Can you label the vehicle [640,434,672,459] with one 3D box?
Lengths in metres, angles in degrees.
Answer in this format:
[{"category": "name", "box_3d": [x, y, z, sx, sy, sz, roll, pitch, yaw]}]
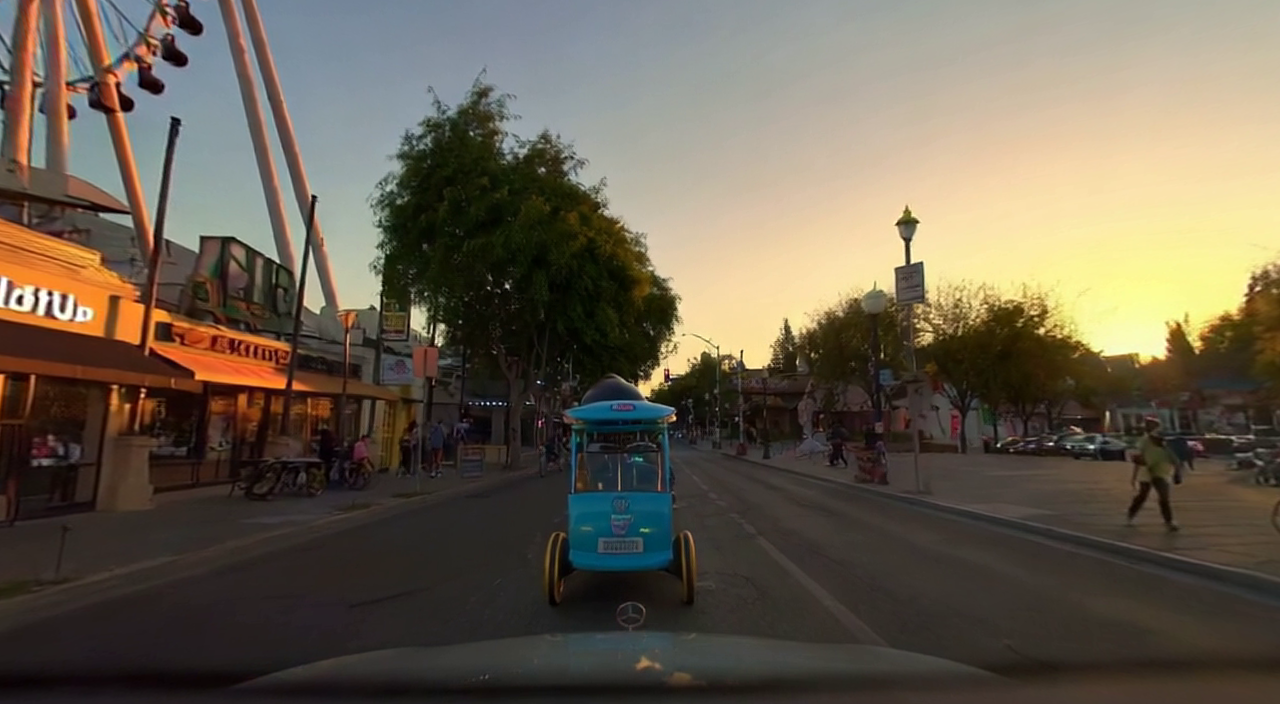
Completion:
[{"category": "vehicle", "box_3d": [1.198, 7.009, 46.684, 2.221, 1.773, 4.228, -1, -9, 2]}]
